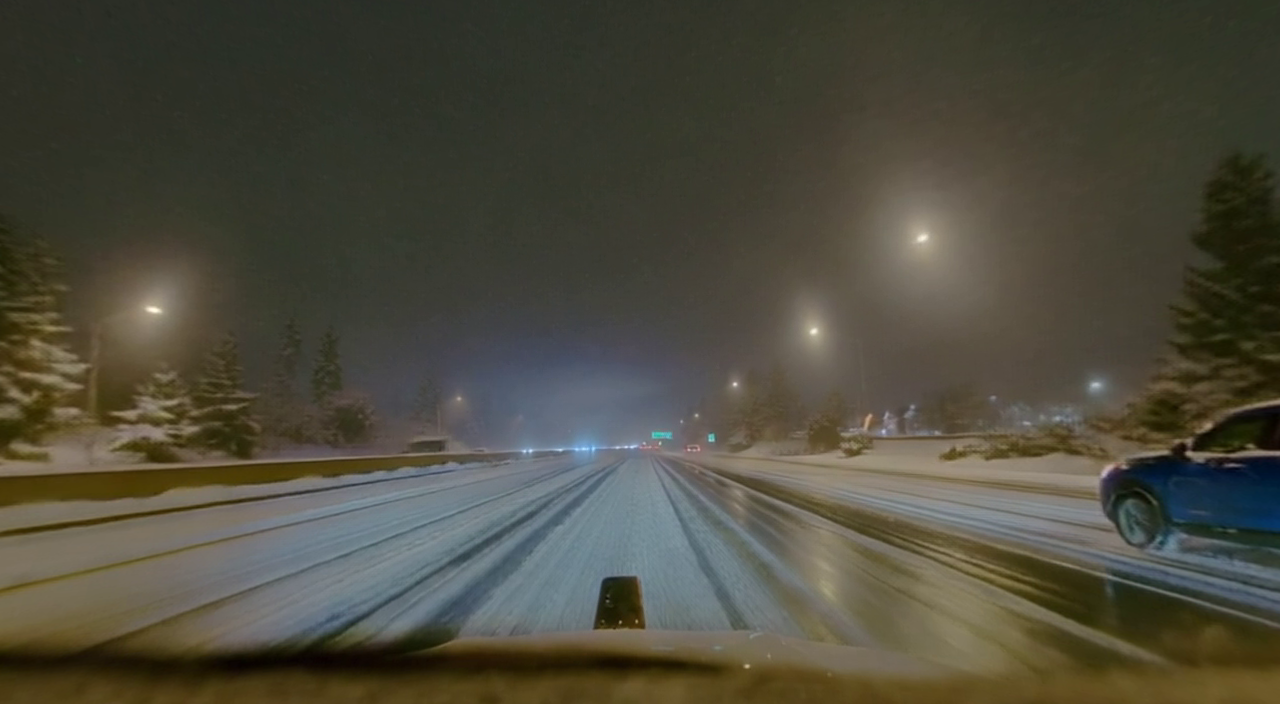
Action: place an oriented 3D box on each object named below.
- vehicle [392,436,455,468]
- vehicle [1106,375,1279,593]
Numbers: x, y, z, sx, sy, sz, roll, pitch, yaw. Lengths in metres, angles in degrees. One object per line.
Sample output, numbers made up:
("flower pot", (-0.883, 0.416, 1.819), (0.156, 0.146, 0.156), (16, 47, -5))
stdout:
("vehicle", (-14.515, 6.728, 42.620), (2.327, 1.992, 5.241), (0, -9, 1))
("vehicle", (6.750, 1.111, 5.222), (2.222, 1.899, 4.595), (0, -9, 0))
